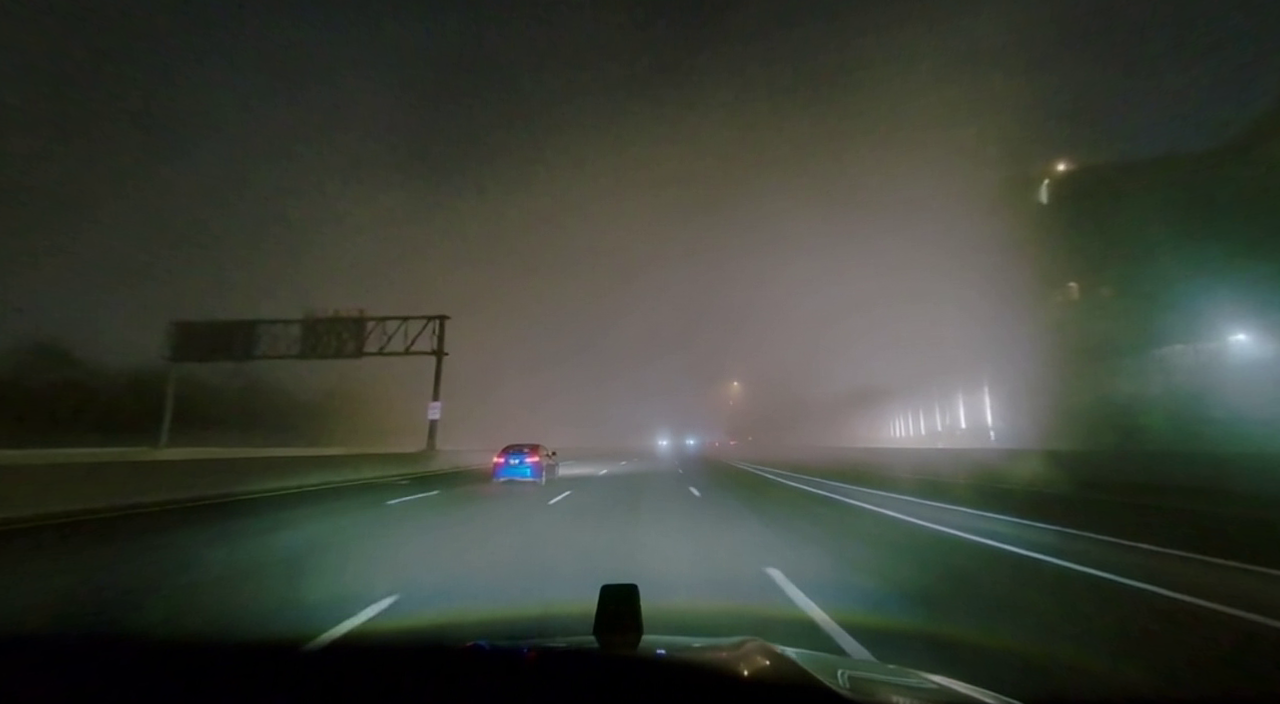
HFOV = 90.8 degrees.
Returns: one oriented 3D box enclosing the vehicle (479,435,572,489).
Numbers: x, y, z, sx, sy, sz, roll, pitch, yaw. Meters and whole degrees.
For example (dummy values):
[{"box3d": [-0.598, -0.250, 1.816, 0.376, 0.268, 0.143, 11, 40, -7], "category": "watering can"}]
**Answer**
[{"box3d": [-3.630, 3.583, 20.995, 2.087, 1.566, 4.756, 0, -8, 2], "category": "vehicle"}]
